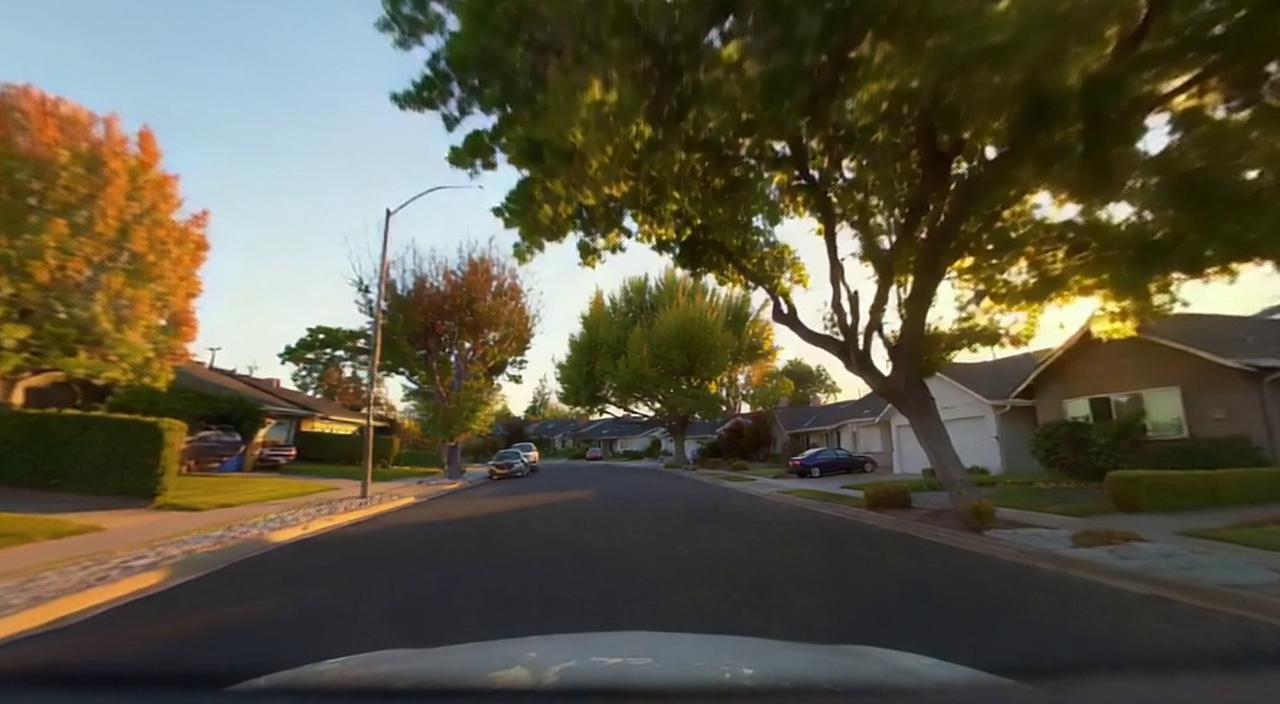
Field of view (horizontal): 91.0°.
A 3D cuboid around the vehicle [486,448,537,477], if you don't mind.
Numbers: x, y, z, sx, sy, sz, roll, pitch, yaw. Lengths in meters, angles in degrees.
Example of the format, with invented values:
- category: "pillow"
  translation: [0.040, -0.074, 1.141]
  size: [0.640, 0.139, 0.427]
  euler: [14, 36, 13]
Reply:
- category: "vehicle"
  translation: [-6.728, 5.801, 33.262]
  size: [2.017, 1.397, 4.004]
  euler: [1, -9, -3]
